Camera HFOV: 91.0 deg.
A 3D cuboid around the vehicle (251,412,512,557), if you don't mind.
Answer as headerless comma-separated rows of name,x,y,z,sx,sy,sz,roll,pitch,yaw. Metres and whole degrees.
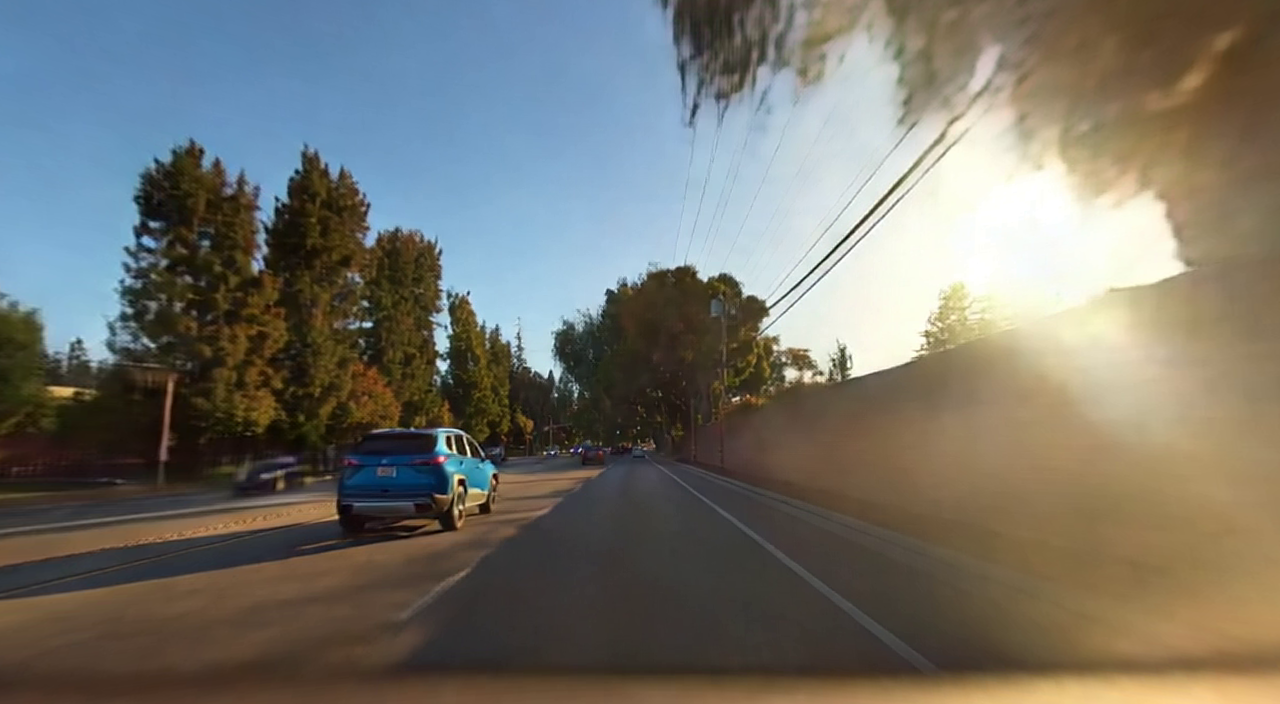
vehicle,-3.602,1.934,9.965,2.147,1.730,4.555,0,-8,0
